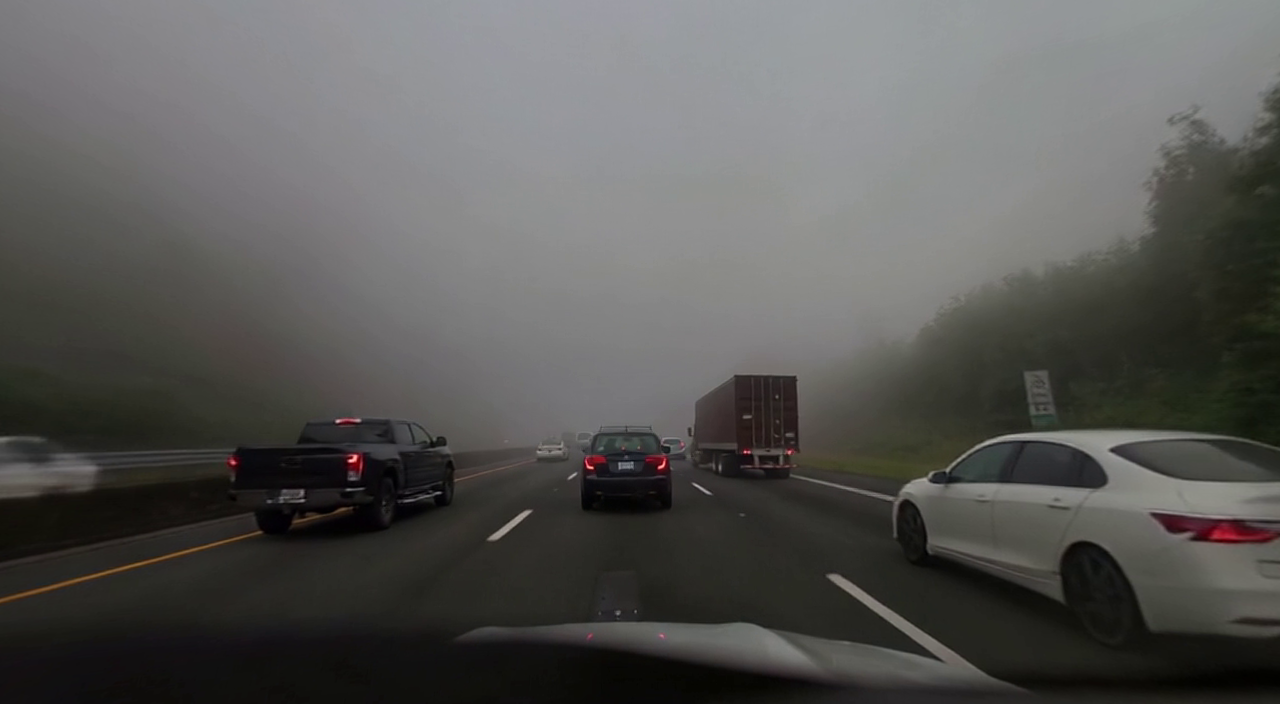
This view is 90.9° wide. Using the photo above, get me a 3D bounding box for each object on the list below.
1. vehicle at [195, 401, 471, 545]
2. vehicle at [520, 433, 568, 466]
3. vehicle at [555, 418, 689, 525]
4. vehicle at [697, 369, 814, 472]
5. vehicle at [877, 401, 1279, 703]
[{"bbox_3d":[-4.426,1.819,10.180,2.101,1.767,4.702,0,-8,-1],"label":"vehicle"},{"bbox_3d":[-5.082,5.197,33.909,1.971,1.648,3.983,0,-8,-1],"label":"vehicle"},{"bbox_3d":[-0.324,2.125,11.791,2.083,1.647,3.799,0,-8,-2],"label":"vehicle"},{"bbox_3d":[5.282,3.705,32.366,2.888,4.135,14.071,0,-8,-2],"label":"vehicle"},{"bbox_3d":[3.568,1.230,4.769,1.951,1.477,3.963,0,-8,-1],"label":"vehicle"}]
